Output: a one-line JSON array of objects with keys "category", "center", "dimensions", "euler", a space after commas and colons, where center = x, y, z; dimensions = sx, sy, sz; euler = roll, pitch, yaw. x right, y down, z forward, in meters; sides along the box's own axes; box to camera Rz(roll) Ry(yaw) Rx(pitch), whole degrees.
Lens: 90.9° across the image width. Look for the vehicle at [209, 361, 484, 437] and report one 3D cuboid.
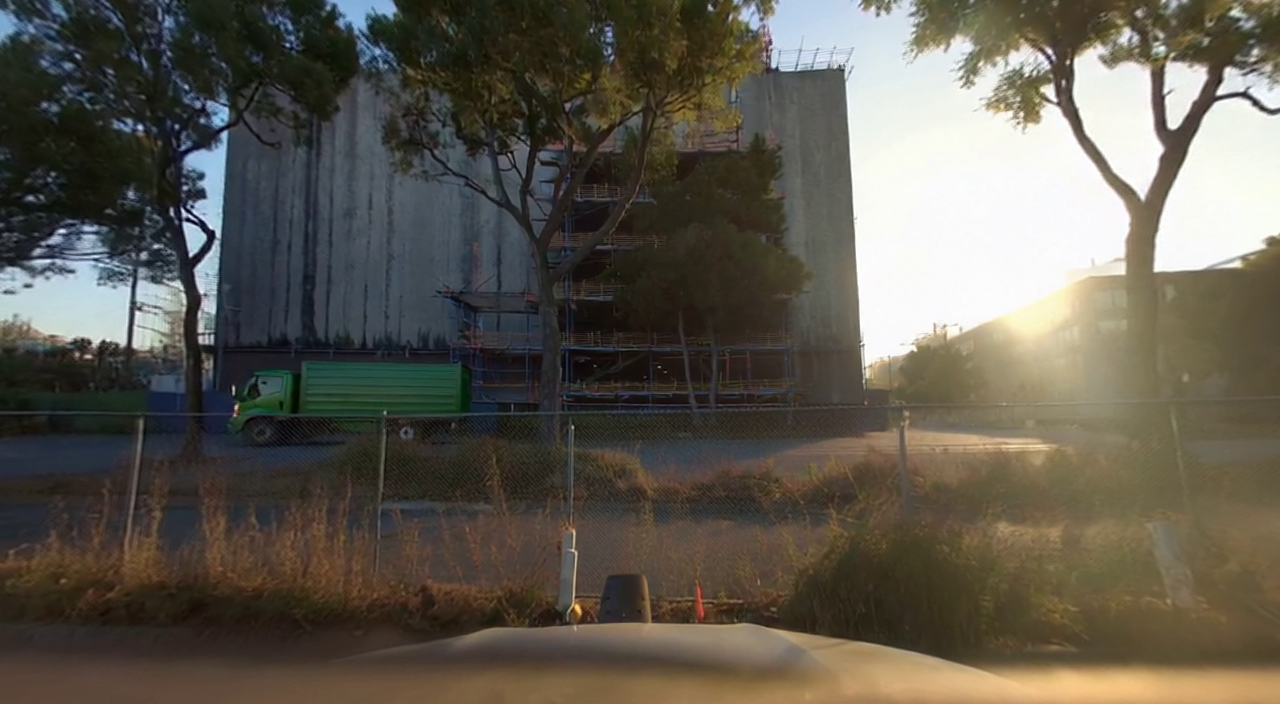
[{"category": "vehicle", "center": [-16.527, 2.811, 36.559], "dimensions": [14.067, 4.099, 2.832], "euler": [1, -9, -6]}]
